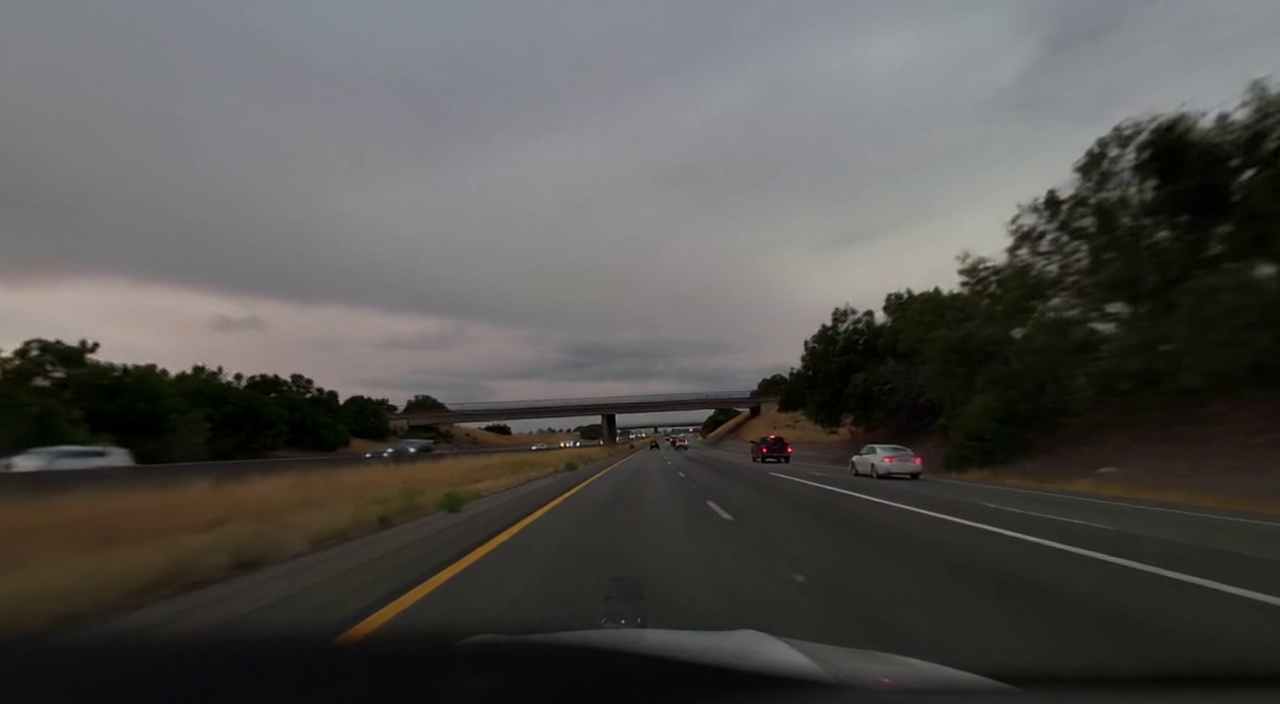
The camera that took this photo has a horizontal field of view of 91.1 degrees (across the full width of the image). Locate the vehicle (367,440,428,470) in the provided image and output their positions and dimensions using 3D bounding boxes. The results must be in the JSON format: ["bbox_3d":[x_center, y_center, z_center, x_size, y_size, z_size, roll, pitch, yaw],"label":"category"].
[{"bbox_3d":[-16.870,7.196,44.011,2.211,1.923,4.894,0,-9,1],"label":"vehicle"}]

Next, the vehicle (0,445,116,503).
[{"bbox_3d":[-21.112,4.043,21.088,2.144,1.820,5.607,0,-9,0],"label":"vehicle"}]

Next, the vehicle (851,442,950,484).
[{"bbox_3d":[9.919,4.232,24.295,1.927,1.472,4.076,0,-9,-2],"label":"vehicle"}]

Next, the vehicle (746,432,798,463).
[{"bbox_3d":[9.246,6.783,44.471,2.362,2.037,5.409,0,-9,-2],"label":"vehicle"}]
